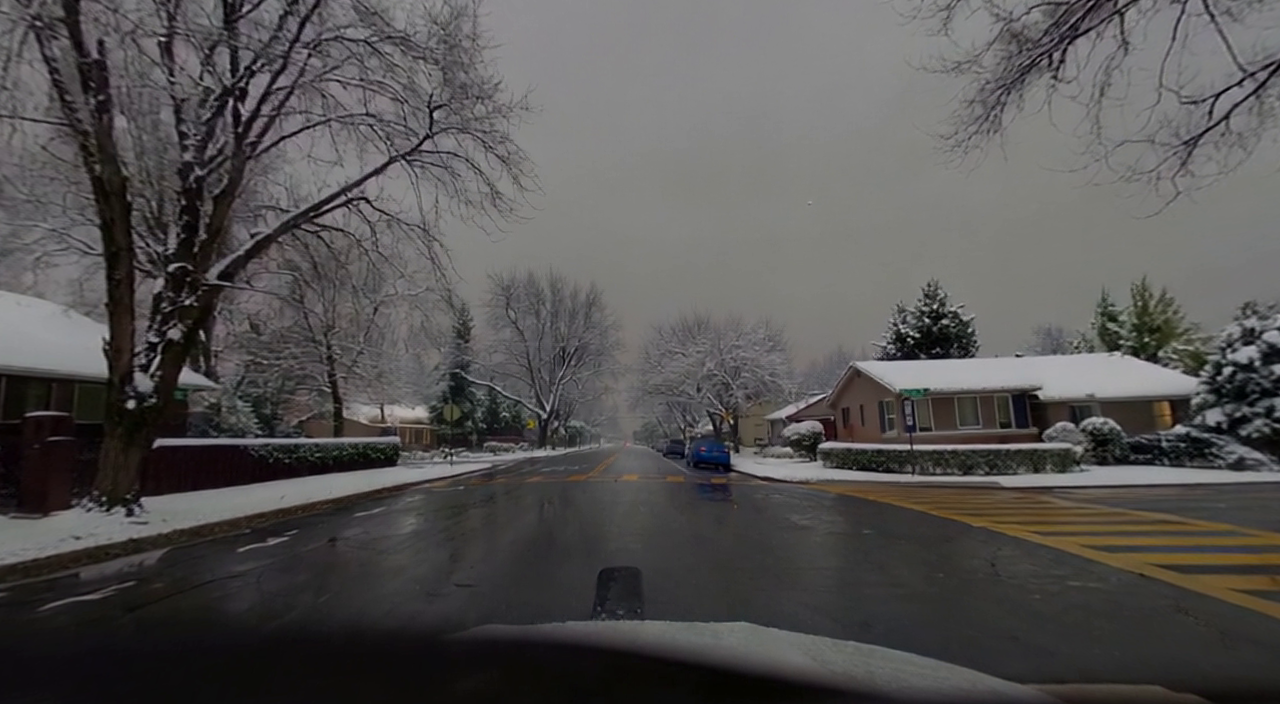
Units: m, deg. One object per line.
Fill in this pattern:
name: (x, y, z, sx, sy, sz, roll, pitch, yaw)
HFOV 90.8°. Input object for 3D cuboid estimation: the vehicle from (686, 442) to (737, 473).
vehicle: (3.605, 5.413, 32.694, 1.961, 1.472, 4.434, 0, -9, -2)
